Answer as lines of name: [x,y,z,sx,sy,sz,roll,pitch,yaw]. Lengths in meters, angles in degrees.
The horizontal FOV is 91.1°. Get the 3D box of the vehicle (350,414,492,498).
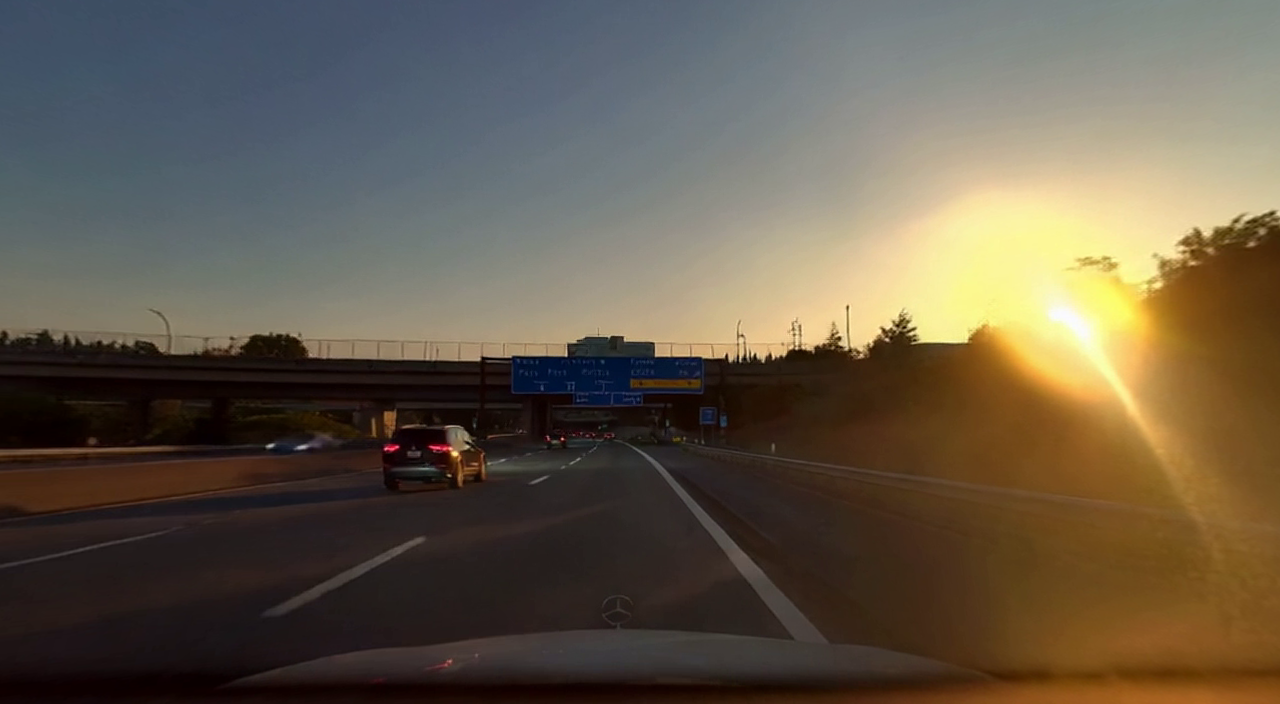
vehicle: [-5.072,2.450,15.251,2.007,1.727,4.040,0,-8,-1]
